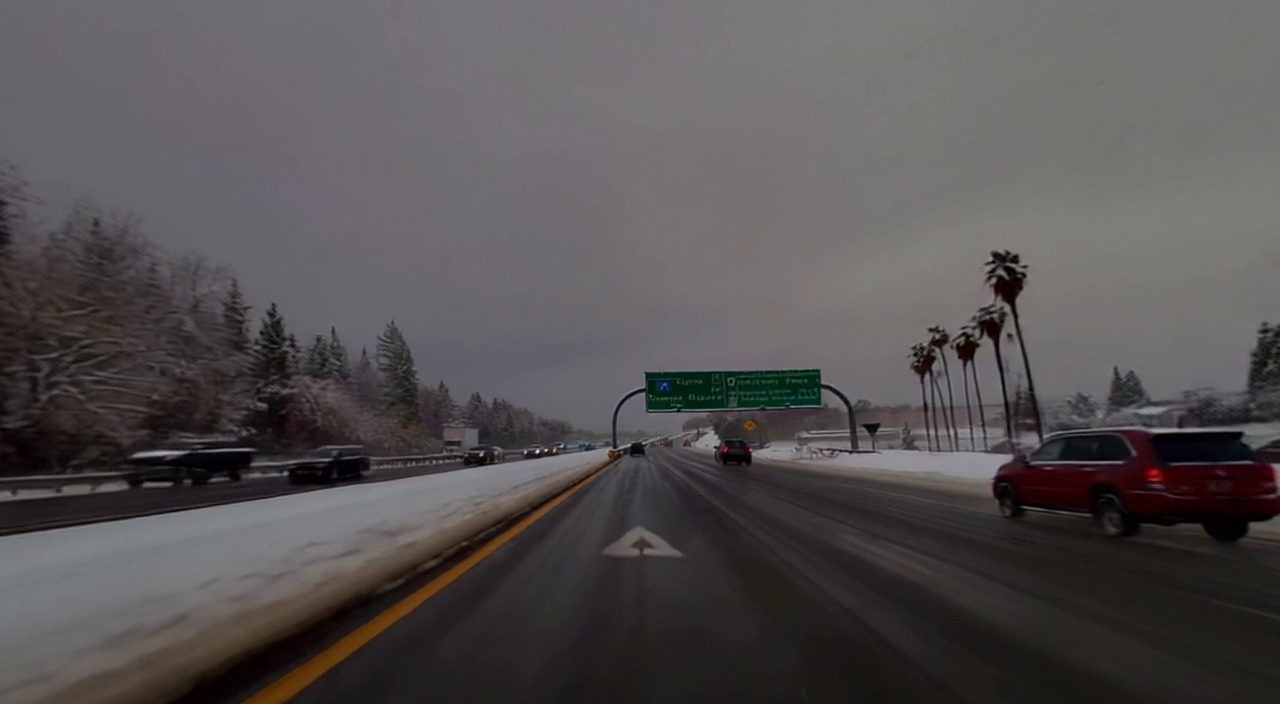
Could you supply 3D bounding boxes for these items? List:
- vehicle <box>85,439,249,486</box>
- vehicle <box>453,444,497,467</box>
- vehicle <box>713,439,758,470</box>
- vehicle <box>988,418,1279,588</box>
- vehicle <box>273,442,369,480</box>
[{"bbox_3d":[-23.127,5.422,31.387,2.620,2.052,7.153,0,-8,0],"label":"vehicle"},{"bbox_3d":[-12.305,7.744,47.292,1.946,1.614,4.913,0,-8,1],"label":"vehicle"},{"bbox_3d":[5.553,6.031,37.131,2.035,1.704,3.867,0,-8,0],"label":"vehicle"},{"bbox_3d":[6.829,1.789,8.323,1.902,1.623,4.360,0,-8,0],"label":"vehicle"},{"bbox_3d":[-15.980,5.450,31.876,2.306,1.760,4.877,0,-8,0],"label":"vehicle"}]
